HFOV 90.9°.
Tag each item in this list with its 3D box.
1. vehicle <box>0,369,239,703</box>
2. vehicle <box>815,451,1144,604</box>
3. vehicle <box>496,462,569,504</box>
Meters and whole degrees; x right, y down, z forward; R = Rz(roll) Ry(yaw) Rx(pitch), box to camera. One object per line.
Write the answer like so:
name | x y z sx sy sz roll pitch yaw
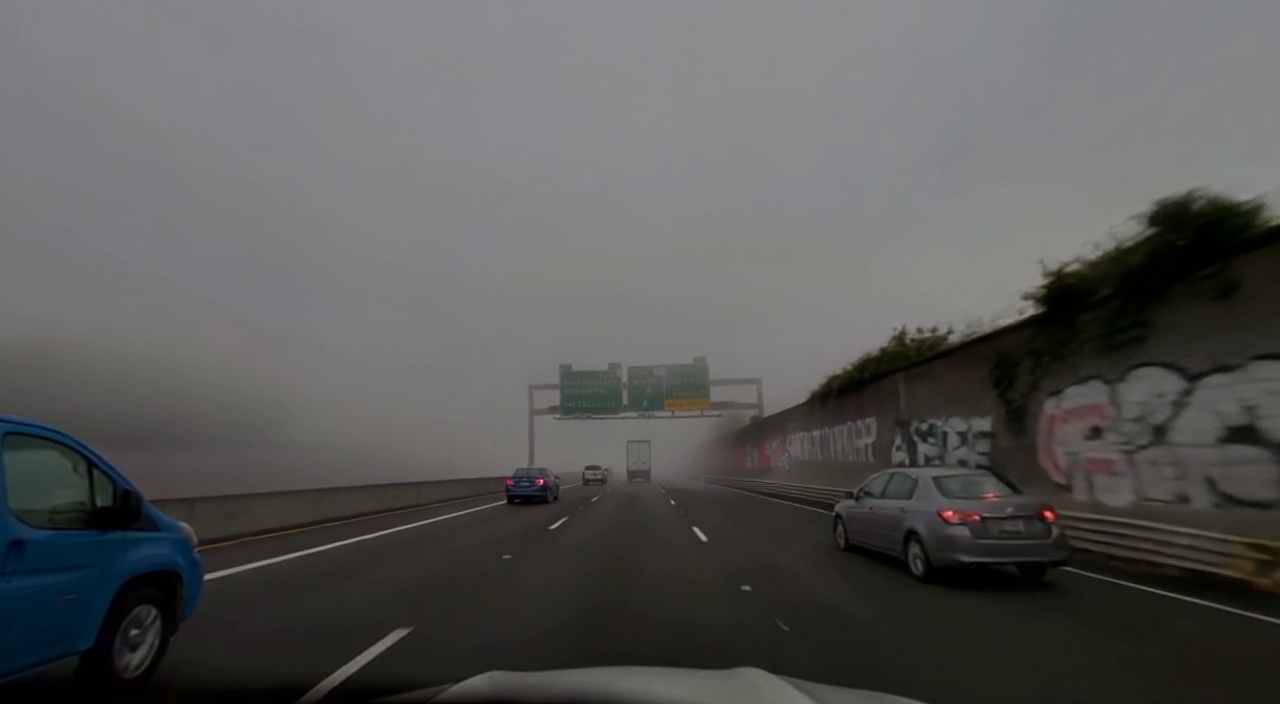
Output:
vehicle | -3.397 0.697 1.410 2.004 1.610 4.508 1 -11 0
vehicle | 3.930 2.120 8.347 1.917 1.458 4.199 1 -11 -1
vehicle | -4.052 5.026 24.412 2.054 1.443 4.131 0 -10 0
